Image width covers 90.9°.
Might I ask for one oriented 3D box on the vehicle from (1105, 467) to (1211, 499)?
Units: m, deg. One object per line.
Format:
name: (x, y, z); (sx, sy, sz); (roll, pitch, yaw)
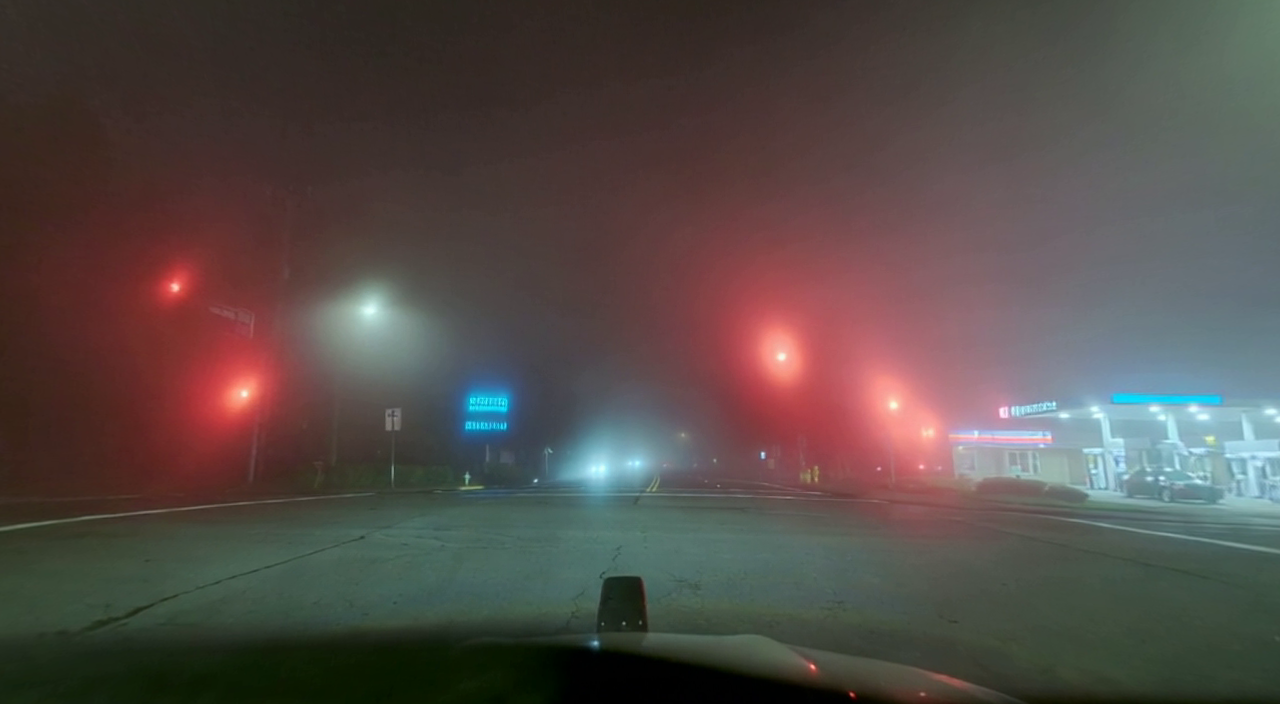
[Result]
vehicle: (28.026, 7.066, 34.310); (1.897, 1.466, 4.211); (1, -8, -6)
